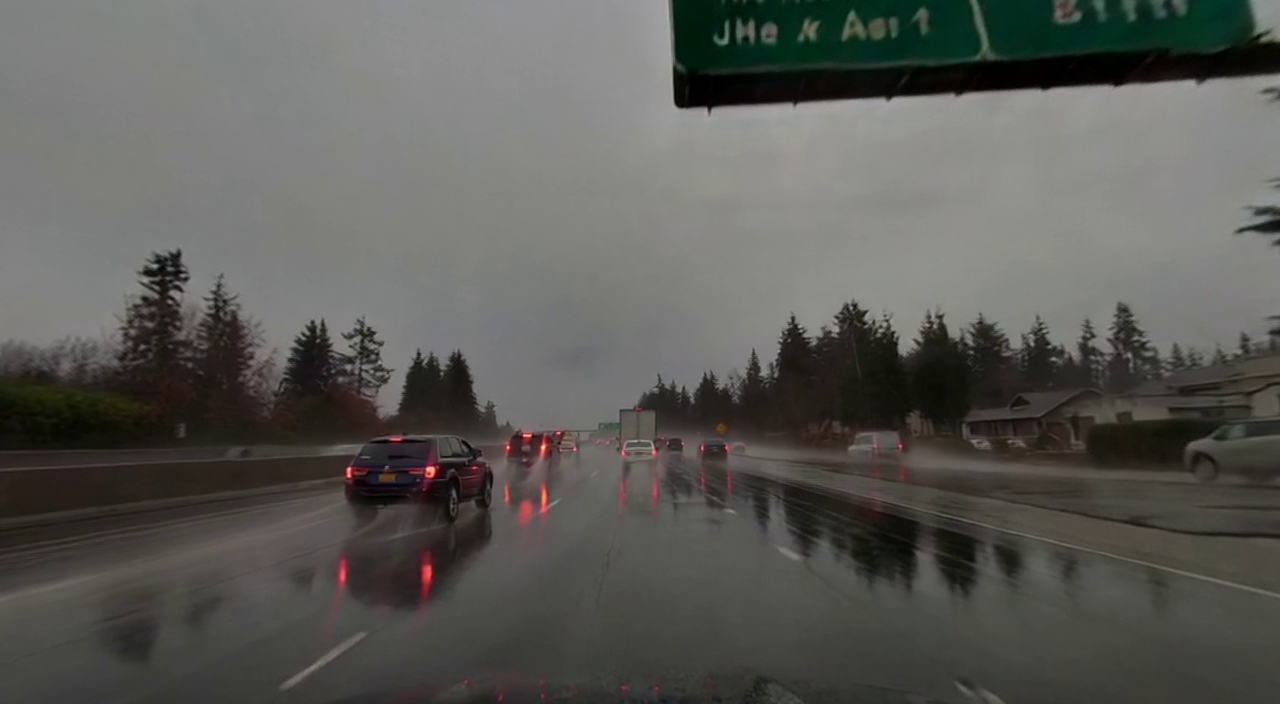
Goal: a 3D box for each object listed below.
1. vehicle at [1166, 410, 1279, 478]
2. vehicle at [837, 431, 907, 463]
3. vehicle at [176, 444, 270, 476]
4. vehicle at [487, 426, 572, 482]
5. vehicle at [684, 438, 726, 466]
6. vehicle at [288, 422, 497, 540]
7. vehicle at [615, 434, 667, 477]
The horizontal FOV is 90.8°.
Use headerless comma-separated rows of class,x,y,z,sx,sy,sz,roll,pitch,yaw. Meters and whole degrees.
vehicle,15.112,2.074,14.277,1.905,1.490,4.826,1,-9,-7
vehicle,13.085,5.412,35.879,2.048,1.674,4.106,1,-9,-6
vehicle,-25.125,6.505,38.323,2.231,1.768,4.901,0,-9,3
vehicle,-4.169,3.994,24.860,2.301,1.944,5.482,0,-9,1
vehicle,3.846,5.991,38.007,2.027,1.554,4.252,0,-9,-1
vehicle,-3.989,2.141,11.065,1.988,1.668,4.021,0,-9,0
vehicle,0.055,4.436,27.305,2.063,1.703,4.203,0,-9,0
